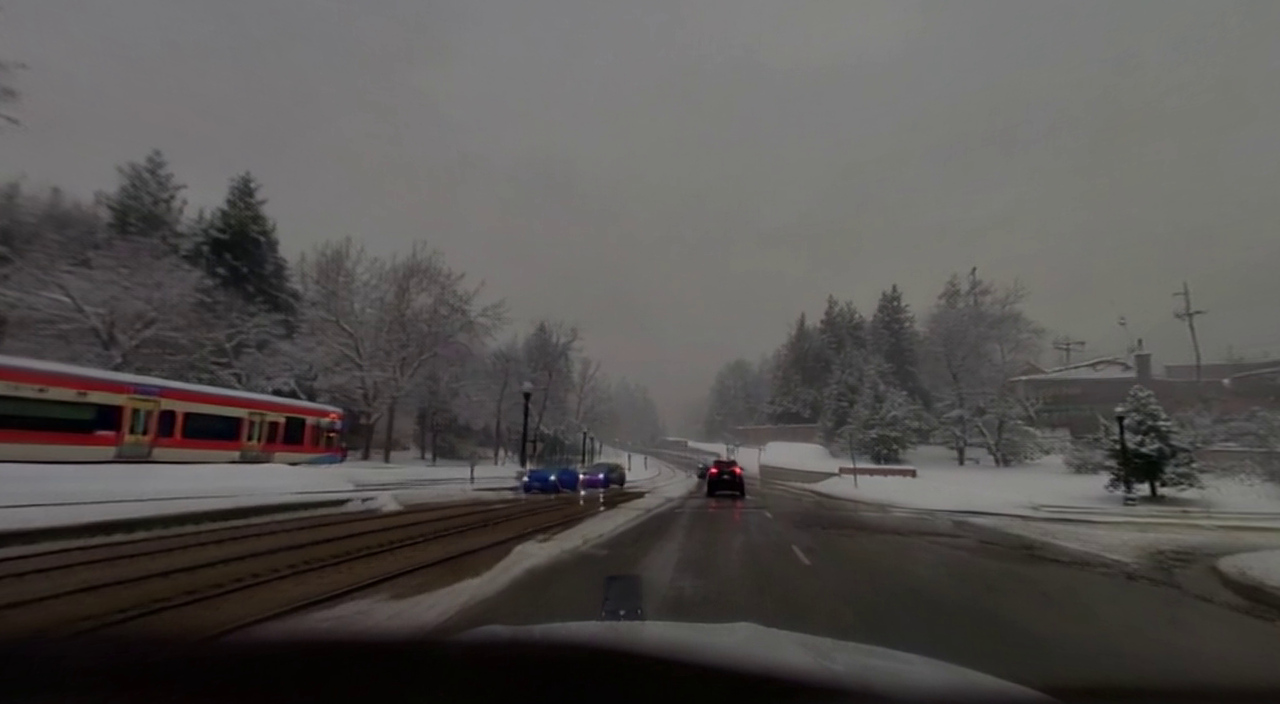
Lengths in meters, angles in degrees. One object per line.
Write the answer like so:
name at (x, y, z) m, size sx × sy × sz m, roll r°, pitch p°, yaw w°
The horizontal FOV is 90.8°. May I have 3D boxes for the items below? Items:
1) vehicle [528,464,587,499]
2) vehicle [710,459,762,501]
vehicle at (-4.123, 6.553, 32.287) m, size 2.042 × 1.531 × 4.403 m, roll -1°, pitch -9°, yaw 6°
vehicle at (4.601, 6.164, 30.687) m, size 2.263 × 1.765 × 4.237 m, roll -1°, pitch -9°, yaw 7°
